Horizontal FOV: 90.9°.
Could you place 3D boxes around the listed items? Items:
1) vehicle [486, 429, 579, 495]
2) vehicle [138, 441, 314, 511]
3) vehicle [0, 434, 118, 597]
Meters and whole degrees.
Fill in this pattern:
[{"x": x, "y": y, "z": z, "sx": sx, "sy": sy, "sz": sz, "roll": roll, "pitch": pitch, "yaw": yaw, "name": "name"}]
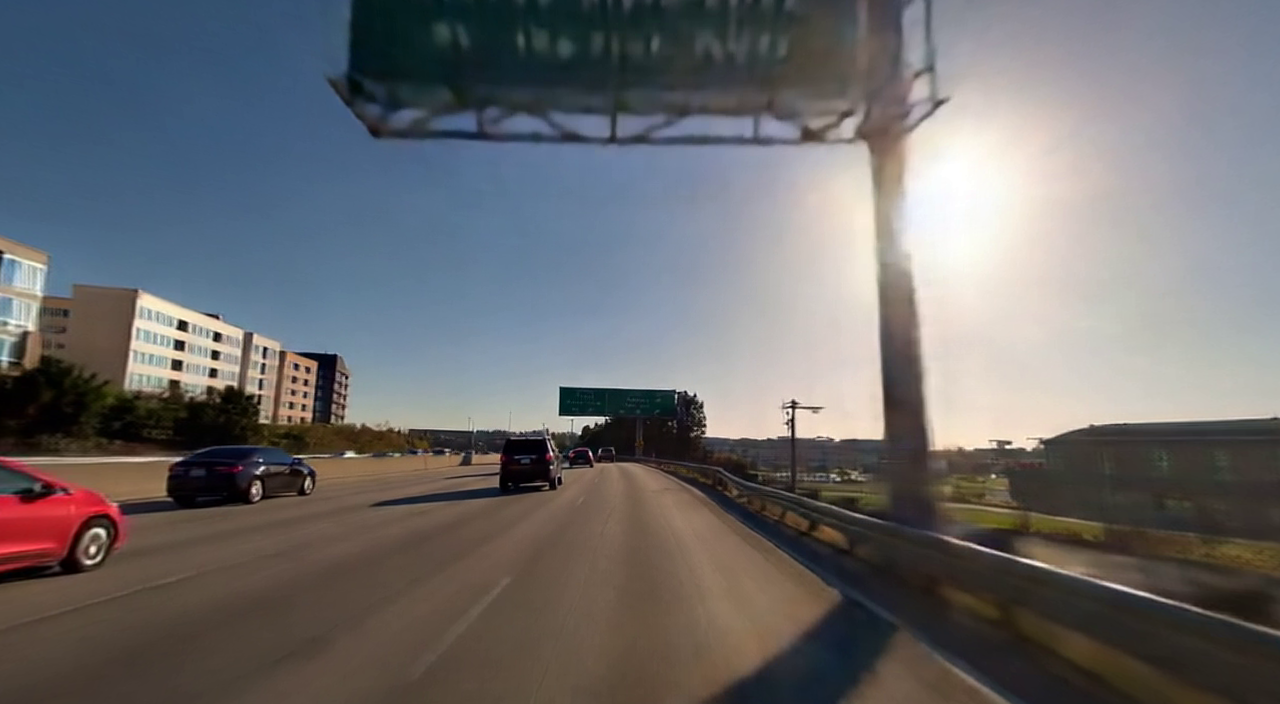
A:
[{"x": -3.540, "y": 3.755, "z": 22.008, "sx": 2.301, "sy": 1.985, "sz": 5.247, "roll": 0, "pitch": -8, "yaw": 0, "name": "vehicle"}, {"x": -11.124, "y": 3.318, "z": 17.440, "sx": 1.919, "sy": 1.665, "sz": 4.394, "roll": 0, "pitch": -8, "yaw": -1, "name": "vehicle"}, {"x": -6.901, "y": 1.474, "z": 5.477, "sx": 1.796, "sy": 1.509, "sz": 3.393, "roll": 0, "pitch": -8, "yaw": 0, "name": "vehicle"}]
